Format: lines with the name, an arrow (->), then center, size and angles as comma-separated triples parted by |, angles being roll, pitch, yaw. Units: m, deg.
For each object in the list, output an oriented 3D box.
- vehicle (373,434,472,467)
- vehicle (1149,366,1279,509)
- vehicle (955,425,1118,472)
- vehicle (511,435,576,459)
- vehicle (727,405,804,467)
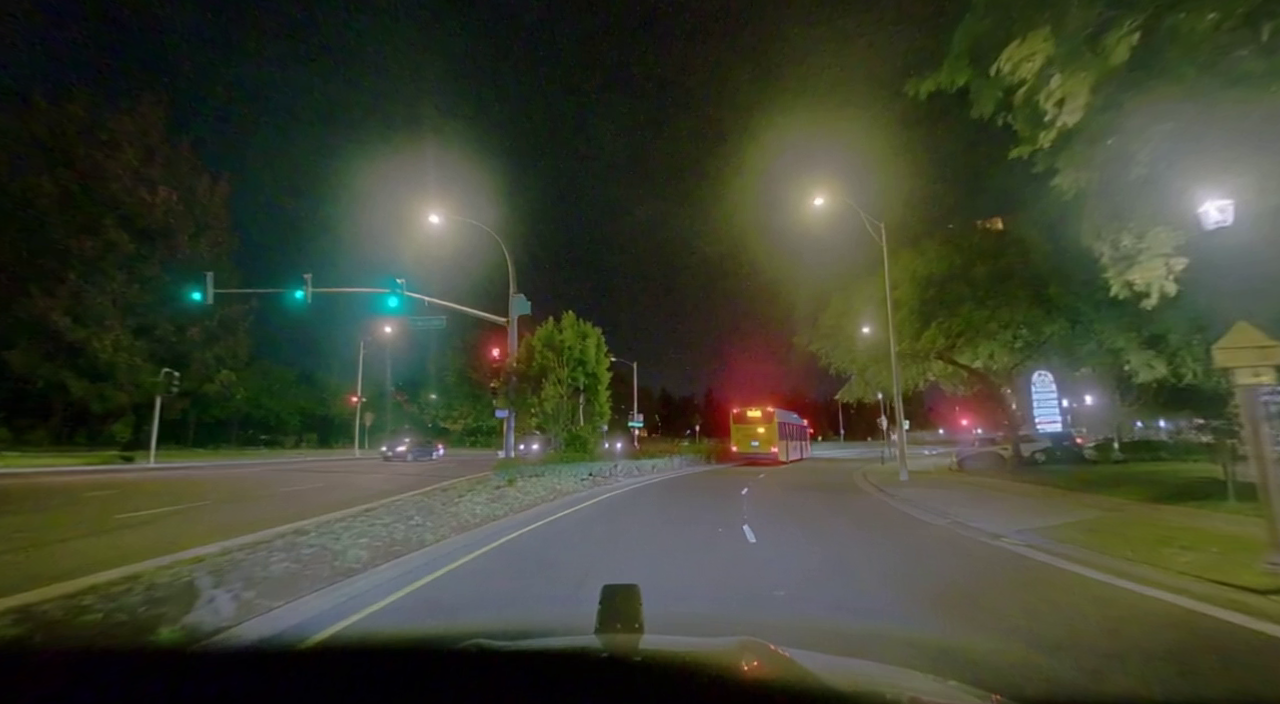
vehicle -> -10.751, 4.923, 31.511 | 1.854, 1.484, 4.526 | -5, -10, 29
vehicle -> 14.086, 1.715, 12.577 | 2.607, 2.822, 7.145 | -1, -9, 8
vehicle -> 17.739, 4.381, 28.605 | 5.856, 1.945, 2.183 | -3, -9, 21
vehicle -> -6.693, 6.678, 44.315 | 2.054, 1.607, 4.615 | -5, -10, 29
vehicle -> 8.354, 5.490, 40.706 | 3.031, 3.429, 11.005 | -3, -9, 20
